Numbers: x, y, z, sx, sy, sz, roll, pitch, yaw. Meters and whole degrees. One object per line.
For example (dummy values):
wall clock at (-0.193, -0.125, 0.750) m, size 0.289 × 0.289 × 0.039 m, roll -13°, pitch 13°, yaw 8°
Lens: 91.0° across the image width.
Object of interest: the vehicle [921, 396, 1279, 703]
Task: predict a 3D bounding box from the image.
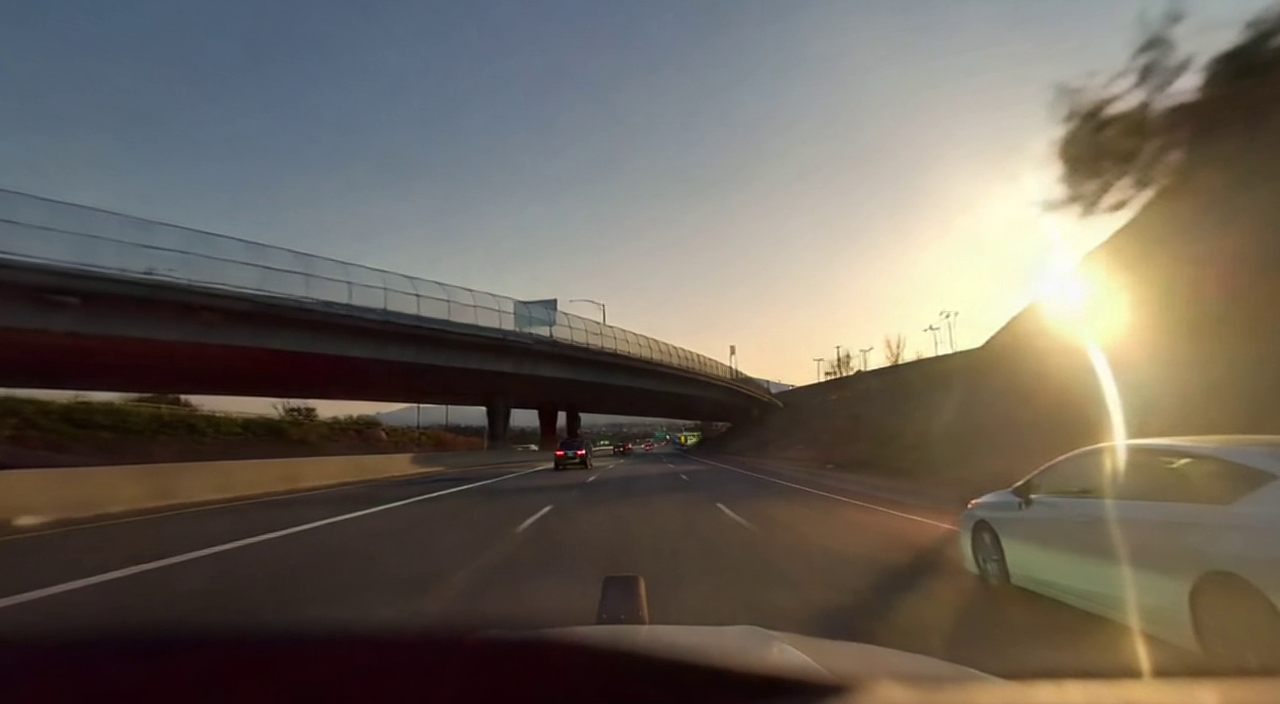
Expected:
vehicle at (3.628, 1.076, 3.334) m, size 2.047 × 1.532 × 4.884 m, roll 0°, pitch -9°, yaw 0°

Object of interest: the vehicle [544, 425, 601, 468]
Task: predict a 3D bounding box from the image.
vehicle at (-3.736, 5.448, 36.290) m, size 2.496 × 2.203 × 6.317 m, roll 0°, pitch -9°, yaw 1°
